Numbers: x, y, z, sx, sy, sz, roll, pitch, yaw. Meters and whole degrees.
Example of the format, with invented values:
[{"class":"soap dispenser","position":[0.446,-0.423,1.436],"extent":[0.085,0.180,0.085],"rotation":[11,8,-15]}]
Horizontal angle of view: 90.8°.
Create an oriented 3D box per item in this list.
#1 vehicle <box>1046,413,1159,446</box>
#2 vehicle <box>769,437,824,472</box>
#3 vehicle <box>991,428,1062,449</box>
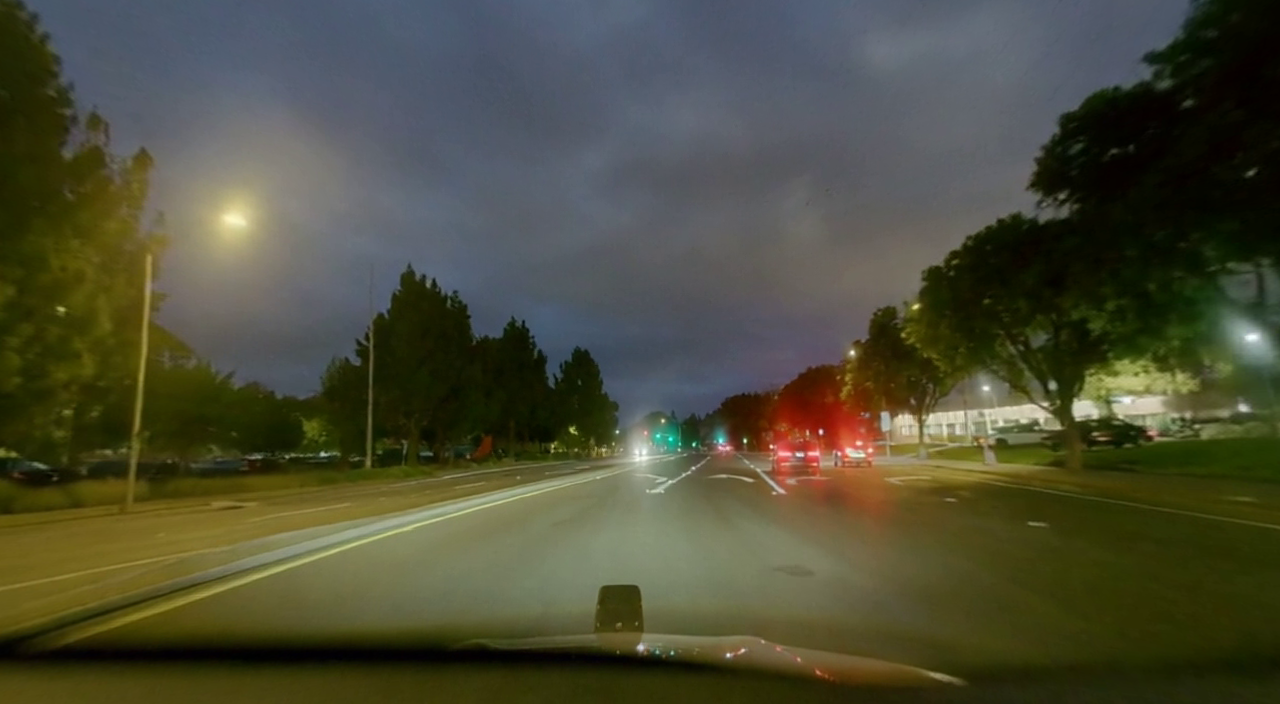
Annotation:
[{"class":"vehicle","position":[25.945,4.408,35.599],"extent":[4.440,1.725,2.255],"rotation":[-2,-9,8]},{"class":"vehicle","position":[7.832,5.154,32.021],"extent":[2.181,1.639,4.127],"rotation":[-1,-9,7]},{"class":"vehicle","position":[27.637,6.212,45.211],"extent":[3.881,1.410,1.702],"rotation":[-1,-9,5]}]
